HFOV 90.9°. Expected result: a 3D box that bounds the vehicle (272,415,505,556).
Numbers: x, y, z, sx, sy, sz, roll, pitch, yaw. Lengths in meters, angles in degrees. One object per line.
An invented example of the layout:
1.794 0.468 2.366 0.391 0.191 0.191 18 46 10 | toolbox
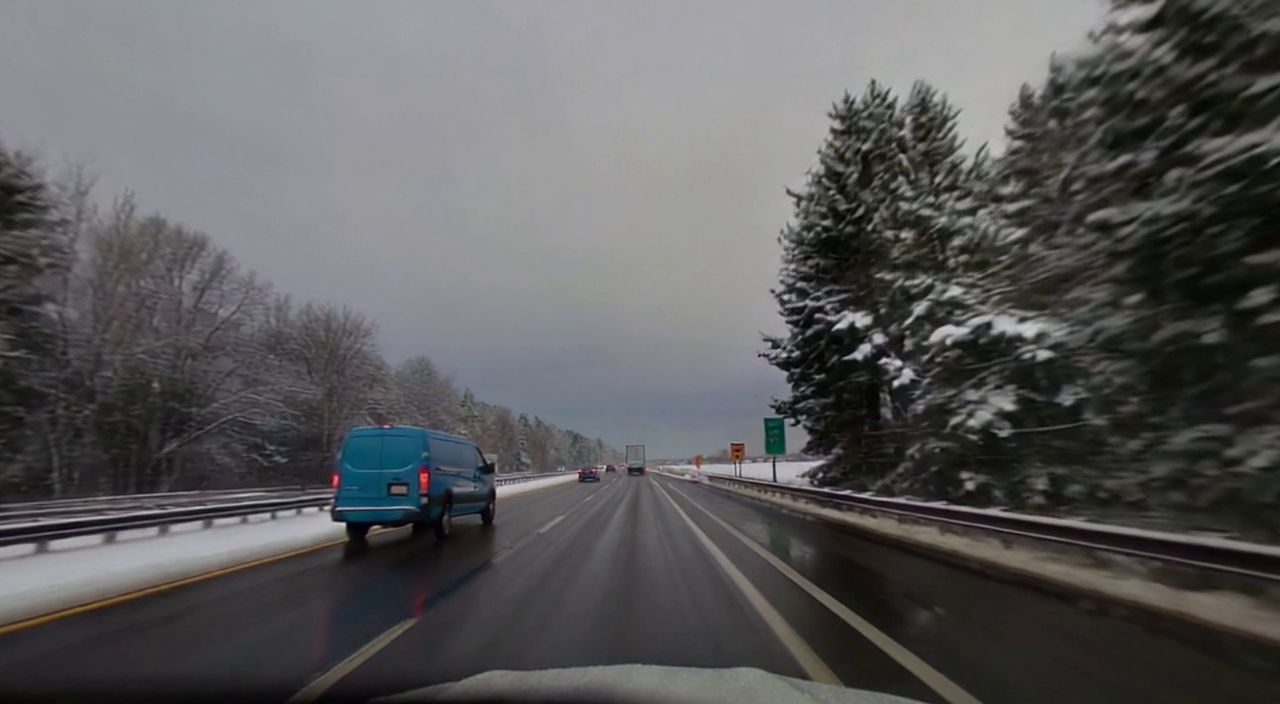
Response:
-4.109 2.339 11.449 2.208 1.973 4.716 1 -10 0 | vehicle
